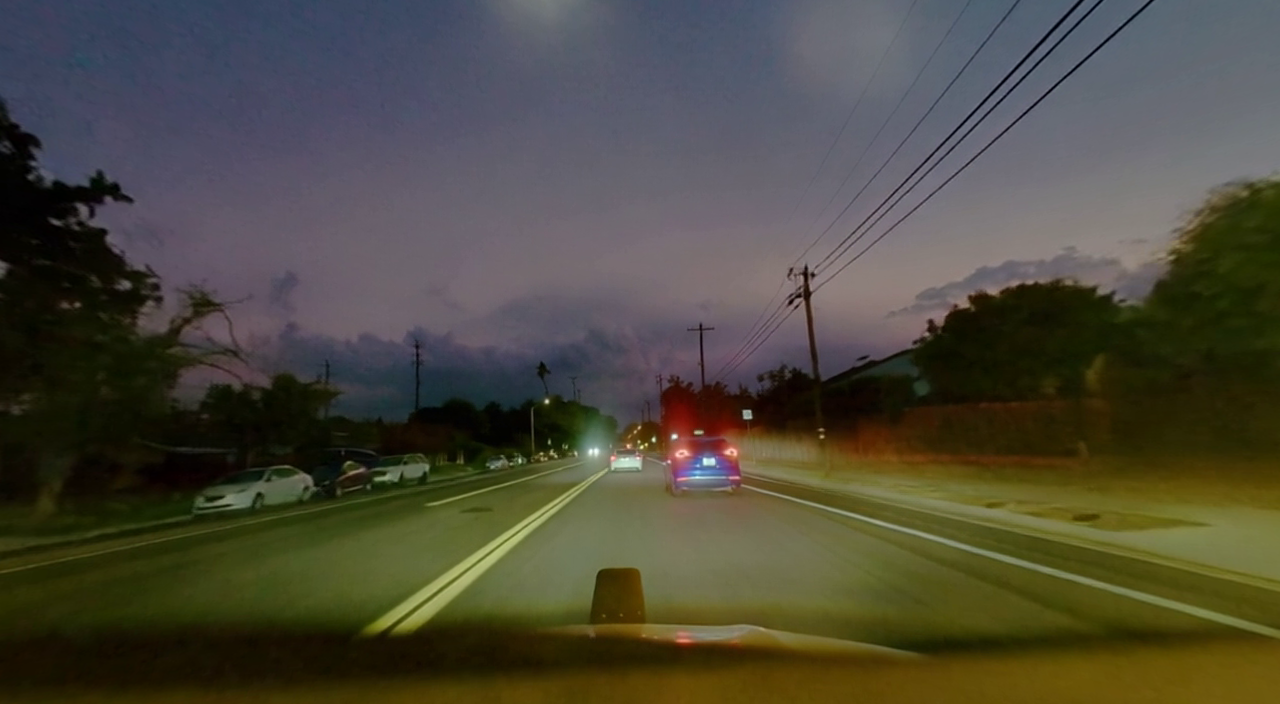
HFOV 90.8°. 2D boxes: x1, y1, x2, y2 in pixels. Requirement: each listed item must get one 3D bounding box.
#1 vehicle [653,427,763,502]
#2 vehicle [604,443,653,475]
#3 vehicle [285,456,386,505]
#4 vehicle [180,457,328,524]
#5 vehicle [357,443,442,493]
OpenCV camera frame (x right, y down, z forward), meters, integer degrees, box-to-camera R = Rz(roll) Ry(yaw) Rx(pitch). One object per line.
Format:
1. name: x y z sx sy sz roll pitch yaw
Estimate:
1. vehicle: 1.664 3.016 17.425 2.200 1.763 4.676 0 -8 -4
2. vehicle: -0.555 5.201 30.940 2.196 1.449 4.006 0 -8 -1
3. vehicle: -12.283 5.179 25.856 1.897 1.498 4.628 -5 -8 -1
4. vehicle: -12.249 4.368 20.456 2.044 1.534 4.554 -6 -8 -3
5. vehicle: -12.287 5.883 32.712 2.504 2.031 5.237 -7 -8 -4
